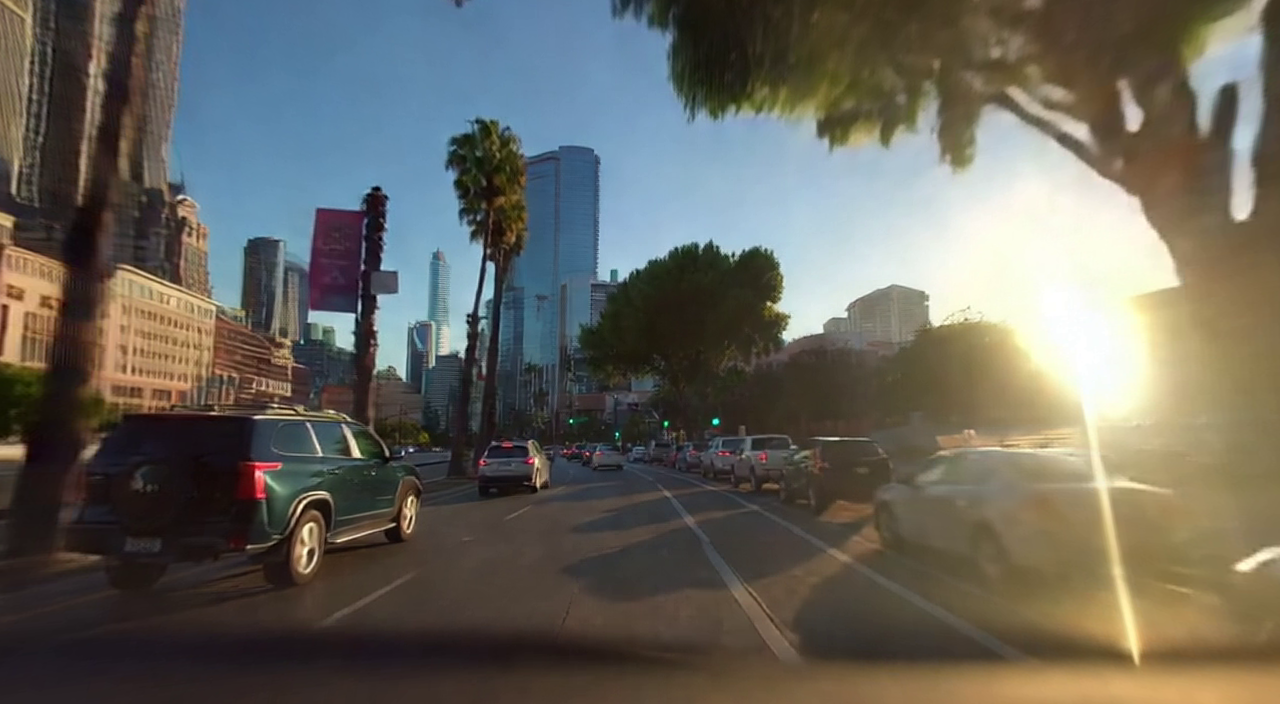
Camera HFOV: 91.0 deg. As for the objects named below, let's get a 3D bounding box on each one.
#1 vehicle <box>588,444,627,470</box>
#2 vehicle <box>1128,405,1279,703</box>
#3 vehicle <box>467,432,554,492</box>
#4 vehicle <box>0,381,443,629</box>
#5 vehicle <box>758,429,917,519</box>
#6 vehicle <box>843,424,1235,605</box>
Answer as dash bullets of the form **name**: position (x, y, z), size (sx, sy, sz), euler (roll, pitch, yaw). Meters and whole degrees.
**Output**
- **vehicle**: position (-1.956, 6.078, 36.611), size (2.036, 1.461, 3.890), euler (1, -9, -7)
- **vehicle**: position (4.059, 0.815, 1.647), size (1.873, 1.511, 4.523), euler (0, -9, -1)
- **vehicle**: position (-4.088, 3.540, 20.619), size (2.014, 1.740, 4.392), euler (0, -9, -2)
- **vehicle**: position (-3.725, 1.424, 6.763), size (1.800, 1.797, 4.224), euler (0, -9, 0)
- **vehicle**: position (3.971, 2.533, 13.563), size (1.773, 1.584, 4.553), euler (1, -9, -2)
- **vehicle**: position (4.045, 1.682, 7.416), size (1.829, 1.499, 4.109), euler (0, -9, -2)
